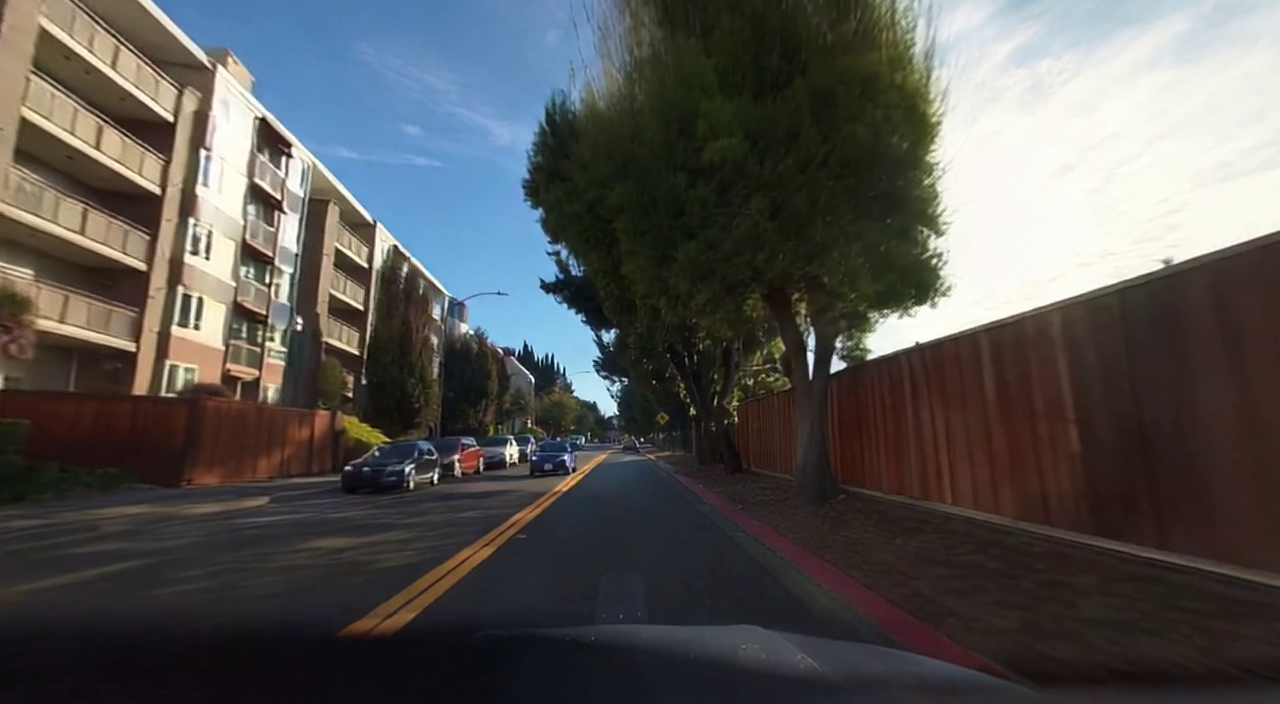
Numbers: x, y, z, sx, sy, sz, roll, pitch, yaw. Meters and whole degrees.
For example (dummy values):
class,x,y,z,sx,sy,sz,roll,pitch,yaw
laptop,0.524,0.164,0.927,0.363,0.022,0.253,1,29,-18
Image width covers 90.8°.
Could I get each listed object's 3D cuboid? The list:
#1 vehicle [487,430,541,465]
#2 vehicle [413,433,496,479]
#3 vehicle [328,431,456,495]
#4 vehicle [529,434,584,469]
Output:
class,x,y,z,sx,sy,sz,roll,pitch,yaw
vehicle,-7.379,5.615,37.426,2.098,1.851,4.817,2,-7,1
vehicle,-7.129,4.050,24.790,1.878,1.572,4.621,1,-9,0
vehicle,-7.106,3.216,18.698,1.913,1.560,4.513,2,-8,0
vehicle,-4.117,5.006,32.006,2.170,1.631,4.299,0,-9,1
